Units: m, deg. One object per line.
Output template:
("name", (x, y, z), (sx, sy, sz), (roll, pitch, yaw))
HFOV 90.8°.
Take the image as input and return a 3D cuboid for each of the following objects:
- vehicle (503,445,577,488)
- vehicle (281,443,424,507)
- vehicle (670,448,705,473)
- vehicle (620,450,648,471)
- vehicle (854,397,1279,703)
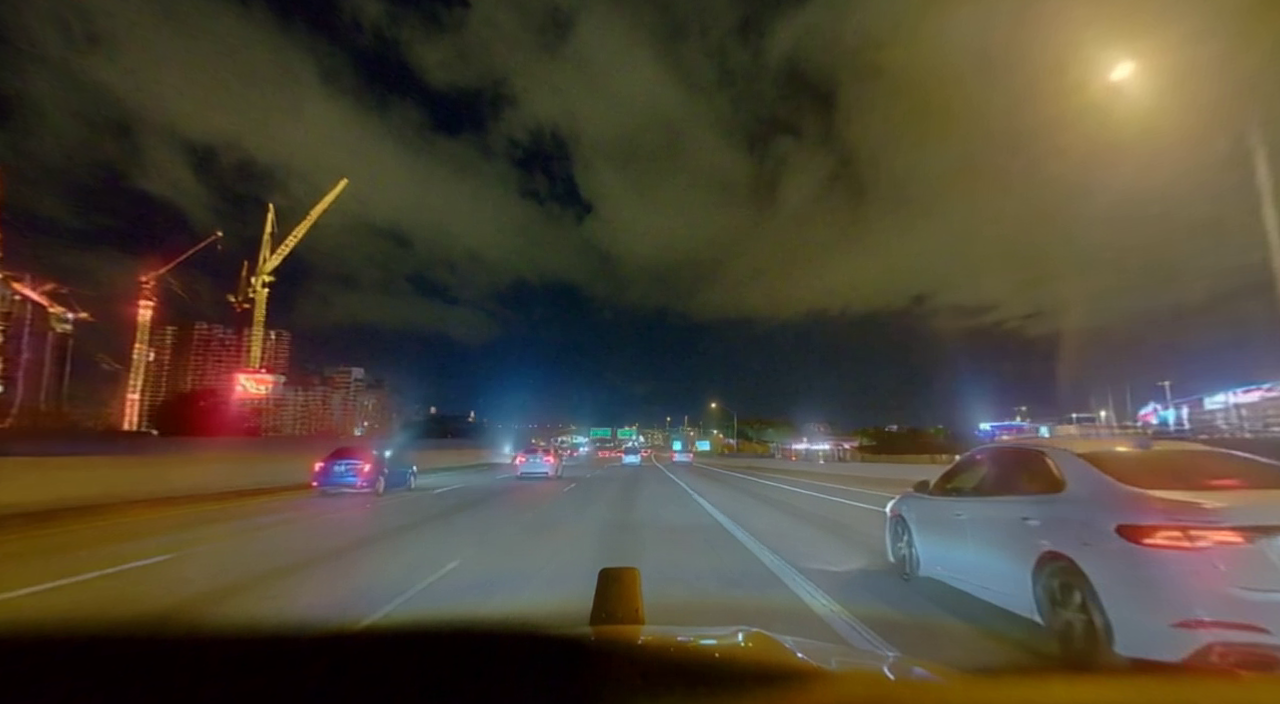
("vehicle", (-3.812, 4.462, 25.033), (2.136, 1.512, 4.488), (0, -8, 1))
("vehicle", (-7.687, 3.301, 17.444), (1.951, 1.528, 4.209), (0, -8, 0))
("vehicle", (3.265, 7.567, 44.328), (1.978, 1.602, 4.092), (0, -8, -2))
("vehicle", (-0.472, 8.055, 47.144), (2.019, 1.472, 3.971), (0, -8, -1))
("vehicle", (3.269, 1.209, 4.281), (1.995, 1.486, 4.463), (0, -8, -1))
